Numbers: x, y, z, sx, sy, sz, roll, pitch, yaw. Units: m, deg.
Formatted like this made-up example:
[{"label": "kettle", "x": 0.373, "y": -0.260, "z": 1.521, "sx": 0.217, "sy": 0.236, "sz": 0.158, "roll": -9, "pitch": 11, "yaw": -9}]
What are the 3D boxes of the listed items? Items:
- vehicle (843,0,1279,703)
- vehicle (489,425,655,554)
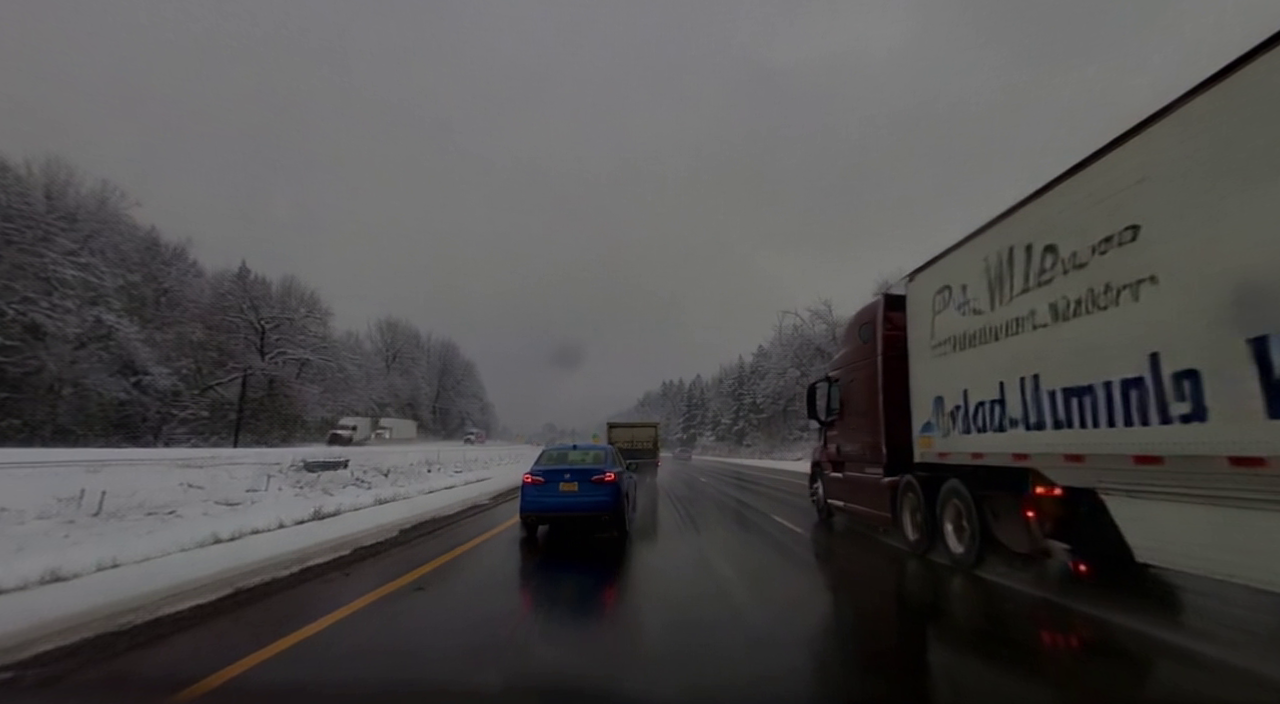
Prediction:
[{"label": "vehicle", "x": 4.873, "y": -0.127, "z": 3.381, "sx": 2.825, "sy": 4.043, "sz": 14.051, "roll": 0, "pitch": -9, "yaw": 0}, {"label": "vehicle", "x": -0.809, "y": 2.004, "z": 9.761, "sx": 2.038, "sy": 1.582, "sz": 3.729, "roll": -1, "pitch": -9, "yaw": 2}]
